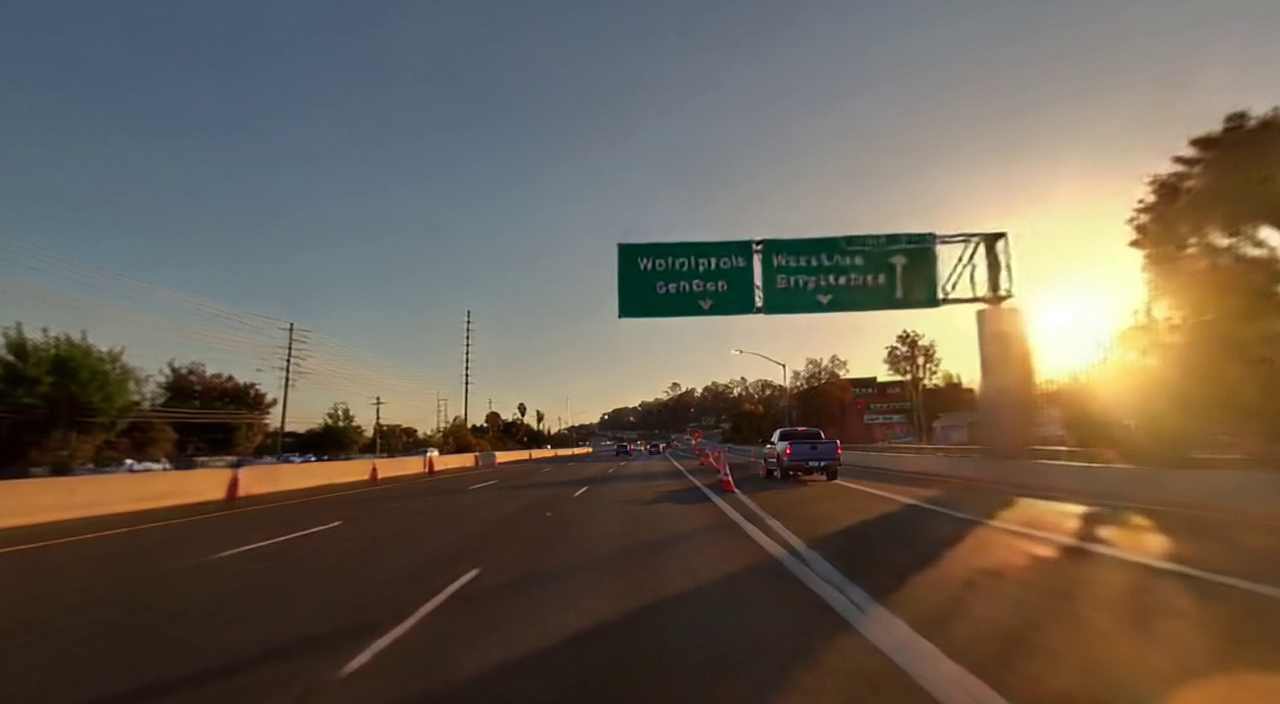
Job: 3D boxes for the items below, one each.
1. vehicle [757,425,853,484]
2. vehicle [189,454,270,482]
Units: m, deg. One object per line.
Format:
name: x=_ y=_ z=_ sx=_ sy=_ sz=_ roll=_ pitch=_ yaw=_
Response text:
vehicle: x=5.669 y=3.609 z=22.526 sx=2.186 sy=1.840 sz=5.289 roll=0 pitch=-8 yaw=2
vehicle: x=-24.503 y=6.926 z=37.826 sx=1.779 sy=1.476 sz=4.507 roll=0 pitch=-8 yaw=1
